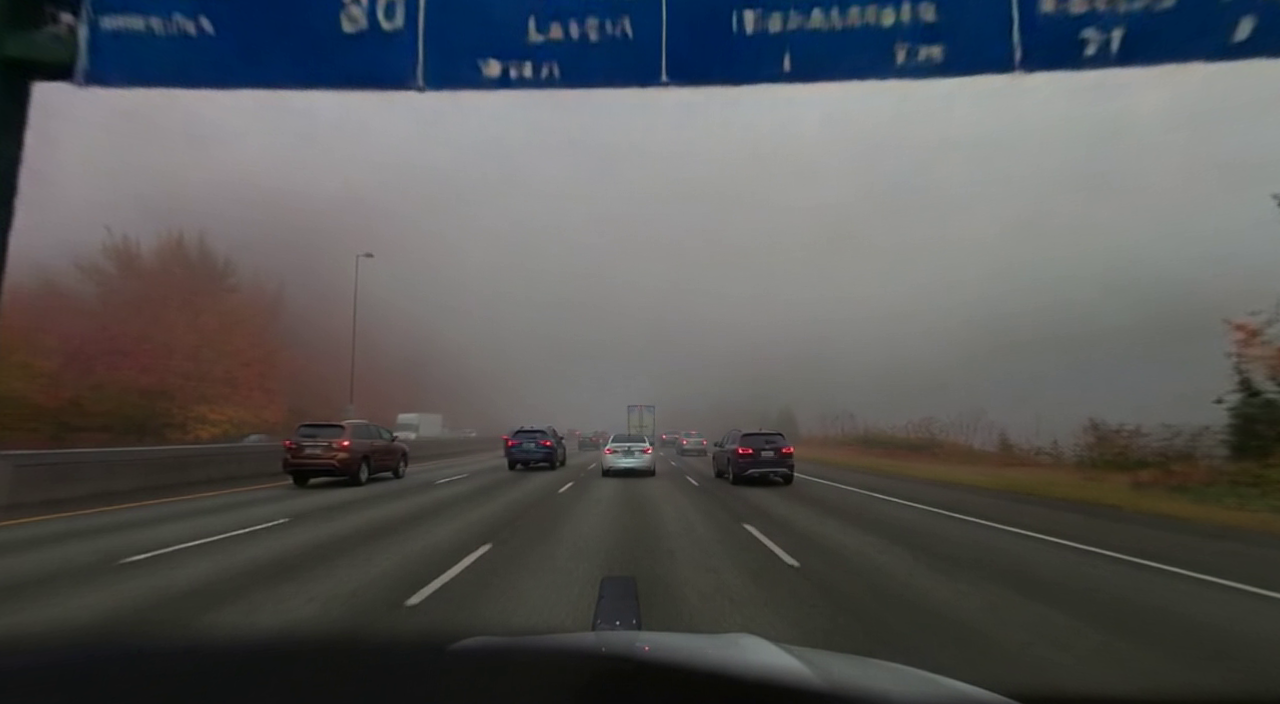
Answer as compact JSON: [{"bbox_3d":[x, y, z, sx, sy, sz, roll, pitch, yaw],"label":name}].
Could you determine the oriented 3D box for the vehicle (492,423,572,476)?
[{"bbox_3d":[-3.710,3.428,22.418,2.064,1.672,4.277,0,-8,1],"label":"vehicle"}]

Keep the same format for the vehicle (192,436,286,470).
[{"bbox_3d":[-19.283,4.845,30.458,1.860,1.489,4.128,0,-8,0],"label":"vehicle"}]

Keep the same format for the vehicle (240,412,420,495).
[{"bbox_3d":[-7.534,2.521,15.979,2.117,1.779,4.745,0,-8,0],"label":"vehicle"}]

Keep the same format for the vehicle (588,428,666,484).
[{"bbox_3d":[-0.341,3.106,19.246,2.111,1.494,4.364,0,-8,0],"label":"vehicle"}]

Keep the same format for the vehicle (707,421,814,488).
[{"bbox_3d":[3.258,2.859,17.944,2.095,1.650,4.331,0,-8,-1],"label":"vehicle"}]
